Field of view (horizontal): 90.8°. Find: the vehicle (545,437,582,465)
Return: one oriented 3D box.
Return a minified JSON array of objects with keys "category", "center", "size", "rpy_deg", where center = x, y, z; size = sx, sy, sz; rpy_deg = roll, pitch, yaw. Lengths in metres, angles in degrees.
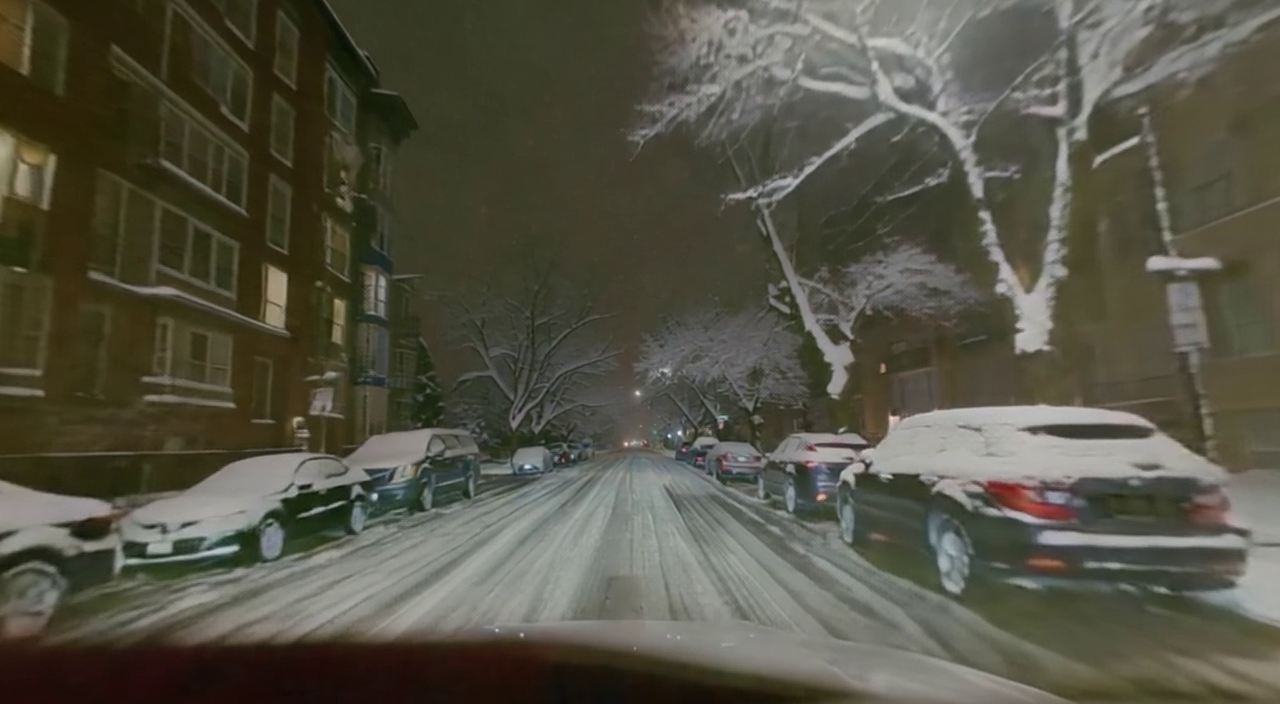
[{"category":"vehicle","center":[-5.390,7.026,45.054],"size":[2.069,1.881,4.697],"rpy_deg":[0,-8,0]}]

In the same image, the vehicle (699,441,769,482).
[{"category":"vehicle","center":[3.657,4.336,25.446],"size":[1.881,1.460,4.737],"rpy_deg":[0,-8,-3]}]

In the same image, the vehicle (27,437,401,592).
[{"category":"vehicle","center":[-5.344,2.039,9.014],"size":[2.026,1.461,4.837],"rpy_deg":[-4,-8,0]}]

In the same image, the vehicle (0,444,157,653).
[{"category":"vehicle","center":[-5.414,1.324,3.645],"size":[1.799,1.440,4.411],"rpy_deg":[-4,-8,0]}]

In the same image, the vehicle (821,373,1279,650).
[{"category":"vehicle","center":[3.757,1.408,6.724],"size":[2.082,1.809,4.998],"rpy_deg":[0,-8,-1]}]

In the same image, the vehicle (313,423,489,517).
[{"category":"vehicle","center":[-5.289,2.678,14.949],"size":[2.213,1.825,4.986],"rpy_deg":[0,-8,0]}]

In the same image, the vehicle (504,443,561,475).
[{"category":"vehicle","center":[-5.285,5.324,31.685],"size":[2.080,1.458,4.511],"rpy_deg":[0,-8,0]}]
